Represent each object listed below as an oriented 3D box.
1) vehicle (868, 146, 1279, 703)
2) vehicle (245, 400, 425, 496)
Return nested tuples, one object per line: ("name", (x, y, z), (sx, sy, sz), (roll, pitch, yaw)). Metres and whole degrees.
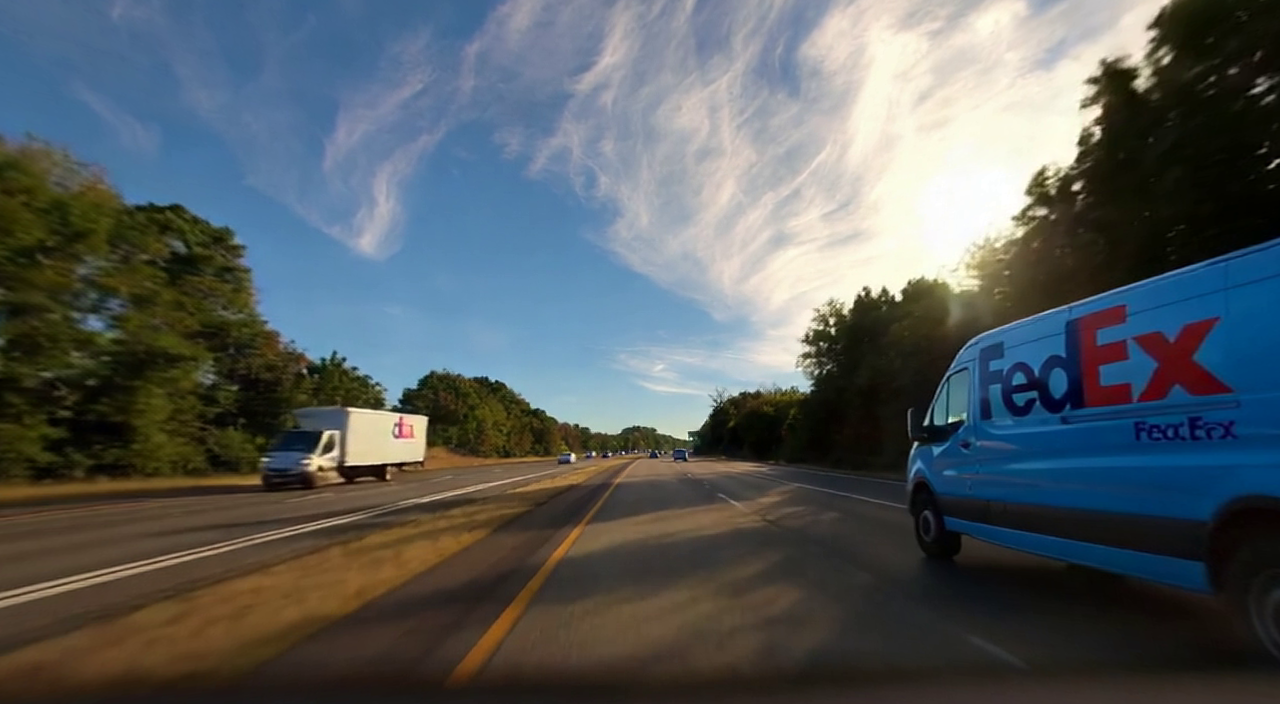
("vehicle", (3.906, 0.666, 4.053), (2.522, 2.556, 6.180), (0, -9, 0))
("vehicle", (-12.905, 4.299, 28.179), (2.932, 3.483, 9.890), (0, -9, 1))
